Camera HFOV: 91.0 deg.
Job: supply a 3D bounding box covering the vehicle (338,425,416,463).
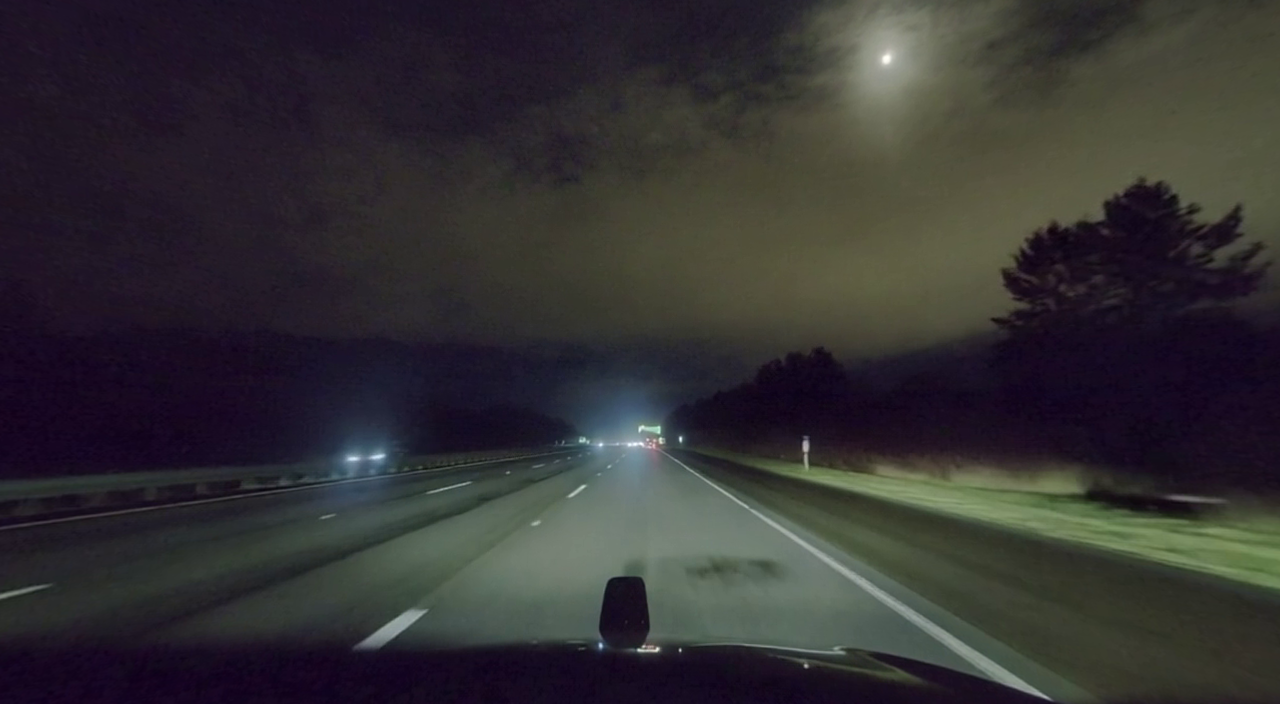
[{"bbox_3d":[-16.680,5.871,40.314,2.329,2.251,5.801,0,-8,1],"label":"vehicle"}]
